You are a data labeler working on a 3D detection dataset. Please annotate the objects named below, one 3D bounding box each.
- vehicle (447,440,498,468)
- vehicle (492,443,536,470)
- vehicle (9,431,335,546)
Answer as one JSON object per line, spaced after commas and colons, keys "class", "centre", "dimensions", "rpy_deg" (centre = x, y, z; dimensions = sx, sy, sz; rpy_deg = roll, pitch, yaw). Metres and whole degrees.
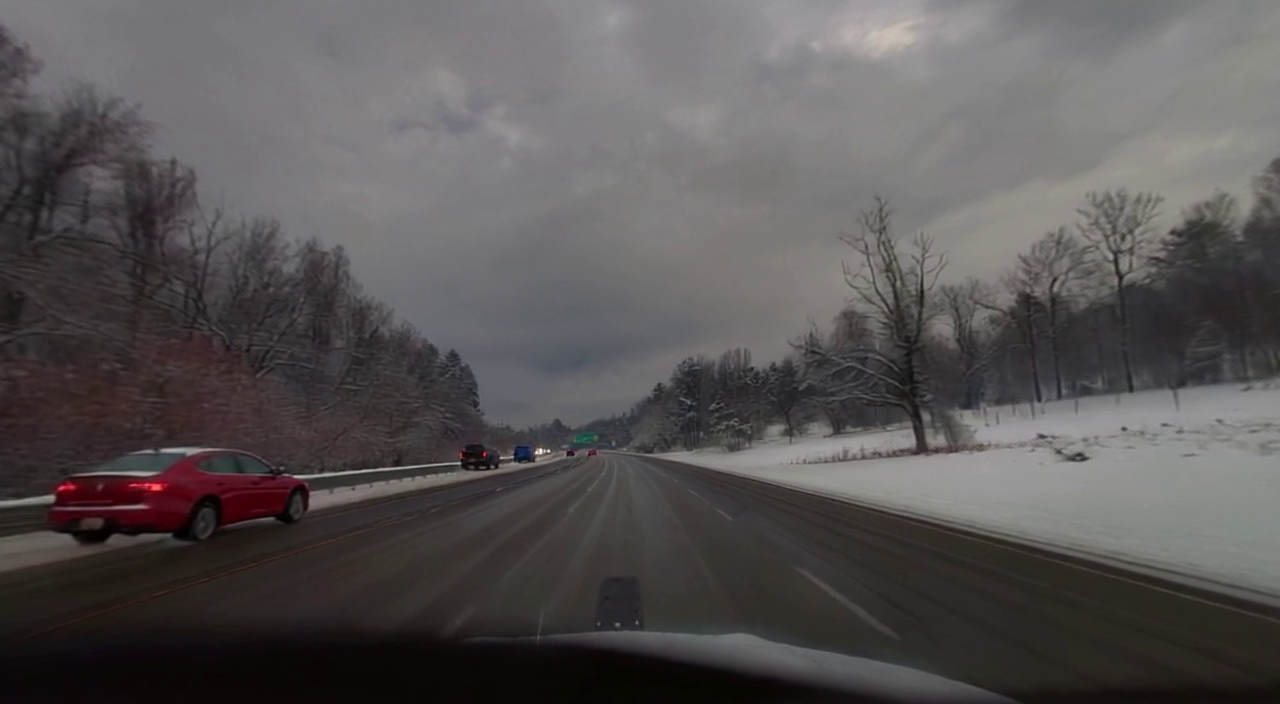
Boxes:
{"class": "vehicle", "centre": [-12.406, 7.591, 47.121], "dimensions": [2.425, 1.926, 5.584], "rpy_deg": [0, -9, -2]}
{"class": "vehicle", "centre": [-8.060, 6.711, 40.593], "dimensions": [2.060, 1.680, 4.255], "rpy_deg": [0, -9, -2]}
{"class": "vehicle", "centre": [-7.740, 2.285, 11.287], "dimensions": [2.133, 1.586, 4.869], "rpy_deg": [0, -9, -1]}
